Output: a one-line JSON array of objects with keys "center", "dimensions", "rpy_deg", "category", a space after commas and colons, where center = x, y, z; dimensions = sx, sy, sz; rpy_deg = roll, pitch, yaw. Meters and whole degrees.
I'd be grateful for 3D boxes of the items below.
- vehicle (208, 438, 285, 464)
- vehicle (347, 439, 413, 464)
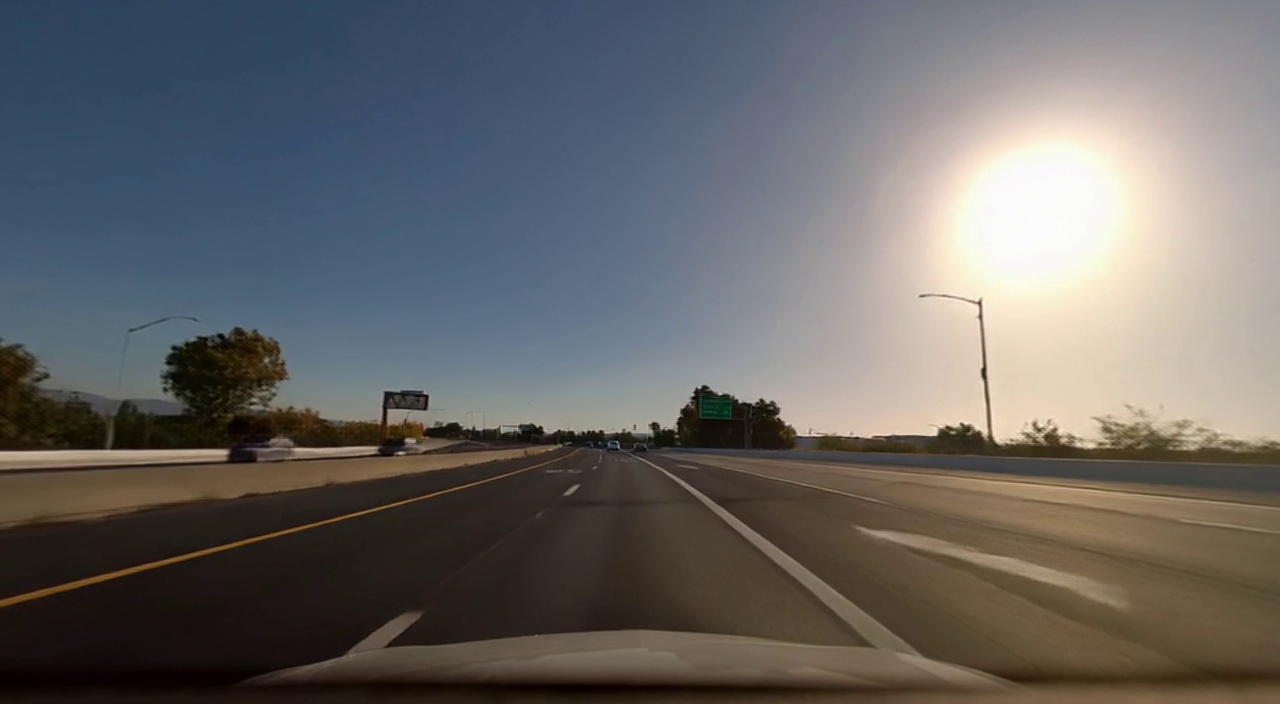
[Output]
[{"center": [-25.541, 6.439, 41.165], "dimensions": [2.064, 1.592, 4.701], "rpy_deg": [0, -8, -1], "category": "vehicle"}, {"center": [-16.566, 6.357, 40.440], "dimensions": [2.132, 1.496, 5.069], "rpy_deg": [0, -8, -1], "category": "vehicle"}]
